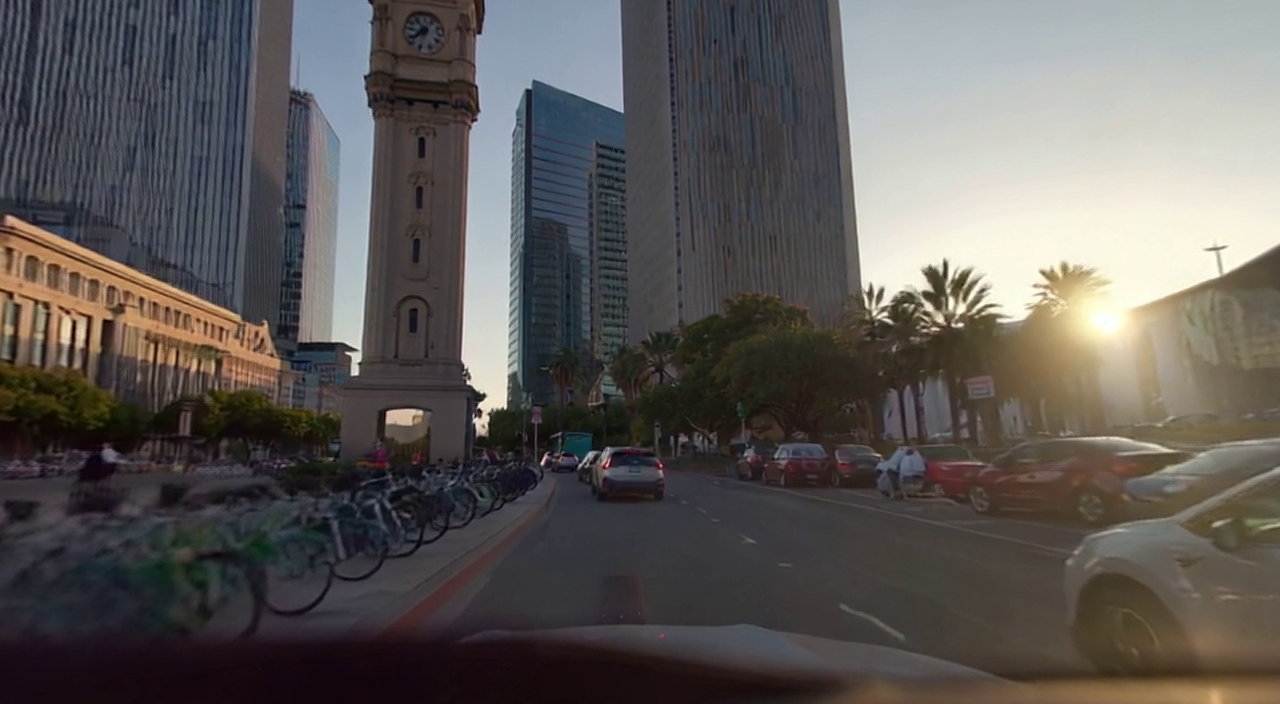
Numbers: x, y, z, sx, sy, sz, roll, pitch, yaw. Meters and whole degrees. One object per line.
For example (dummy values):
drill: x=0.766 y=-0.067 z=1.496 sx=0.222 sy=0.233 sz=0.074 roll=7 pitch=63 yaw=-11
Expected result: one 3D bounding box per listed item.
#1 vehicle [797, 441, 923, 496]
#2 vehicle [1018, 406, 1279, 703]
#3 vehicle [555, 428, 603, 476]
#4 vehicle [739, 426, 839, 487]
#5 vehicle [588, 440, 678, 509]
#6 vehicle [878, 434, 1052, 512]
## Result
vehicle: x=7.319 y=3.911 z=21.694 sx=1.945 sy=1.623 sz=5.013 roll=1 pitch=-9 yaw=-8
vehicle: x=3.560 y=0.843 z=1.639 sx=2.116 sy=1.500 sz=4.702 roll=0 pitch=-9 yaw=-2
vehicle: x=-4.055 y=6.426 z=40.757 sx=2.400 sy=2.872 sz=6.053 roll=2 pitch=-9 yaw=-12
vehicle: x=6.475 y=4.621 z=28.296 sx=2.377 sy=2.429 sz=5.532 roll=1 pitch=-9 yaw=-9
vehicle: x=-0.317 y=3.189 z=16.959 sx=2.111 sy=1.605 sz=3.832 roll=1 pitch=-9 yaw=-5
vehicle: x=7.976 y=2.985 z=16.059 sx=1.860 sy=1.684 sz=4.211 roll=1 pitch=-9 yaw=-5
